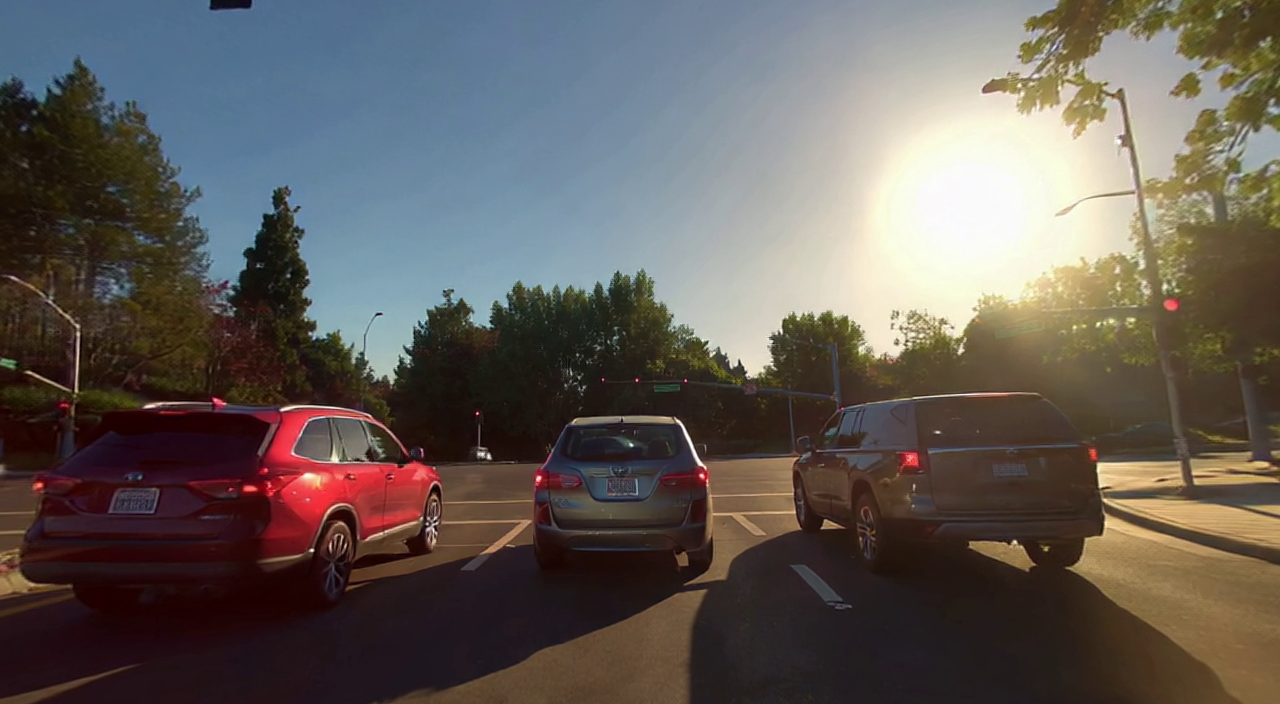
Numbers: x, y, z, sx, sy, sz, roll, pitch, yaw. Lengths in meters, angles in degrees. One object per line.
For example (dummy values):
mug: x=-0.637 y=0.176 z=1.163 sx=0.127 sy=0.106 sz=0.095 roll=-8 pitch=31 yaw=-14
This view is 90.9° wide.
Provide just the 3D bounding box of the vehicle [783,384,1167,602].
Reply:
vehicle: x=3.270 y=1.488 z=7.518 sx=2.083 sy=1.779 sz=4.532 roll=0 pitch=-8 yaw=0

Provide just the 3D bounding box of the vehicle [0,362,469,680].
vehicle: x=-3.271 y=1.281 z=5.890 sx=2.047 sy=1.810 sz=4.414 roll=0 pitch=-8 yaw=1

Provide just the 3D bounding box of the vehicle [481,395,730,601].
vehicle: x=-0.231 y=1.510 z=7.317 sx=2.067 sy=1.702 sz=3.987 roll=0 pitch=-8 yaw=2

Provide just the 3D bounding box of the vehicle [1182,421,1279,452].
vehicle: x=32.818 y=4.659 z=34.761 sx=4.175 sy=1.634 sz=1.877 roll=1 pitch=-8 yaw=-5
